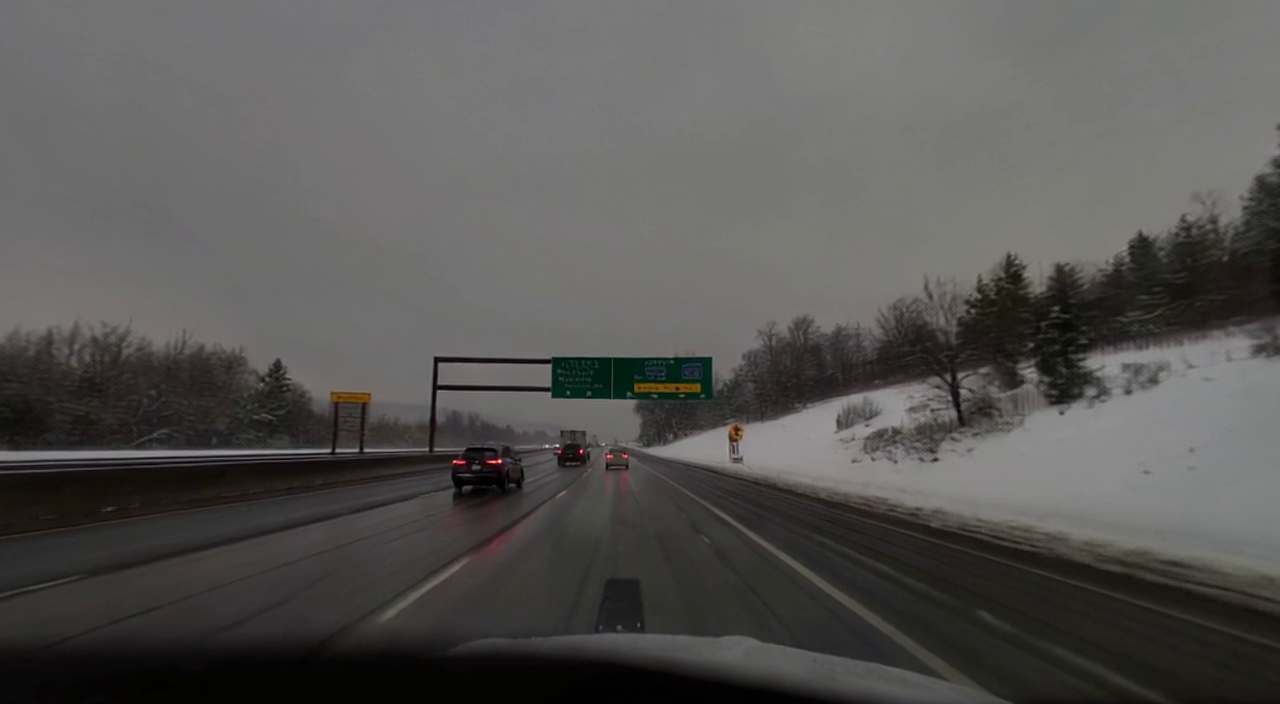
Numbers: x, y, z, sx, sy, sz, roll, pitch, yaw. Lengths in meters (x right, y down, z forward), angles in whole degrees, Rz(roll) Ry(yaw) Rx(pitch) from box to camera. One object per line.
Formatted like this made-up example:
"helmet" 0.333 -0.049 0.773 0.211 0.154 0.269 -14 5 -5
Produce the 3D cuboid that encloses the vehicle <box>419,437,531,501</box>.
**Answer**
"vehicle" -4.679 3.386 18.643 2.208 1.619 4.162 0 -9 0

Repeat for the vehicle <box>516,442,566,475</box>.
"vehicle" -5.270 5.731 34.039 2.118 1.624 4.032 0 -9 -2

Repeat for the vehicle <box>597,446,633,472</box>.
"vehicle" -1.547 6.297 37.375 1.988 1.440 4.201 0 -9 -4
